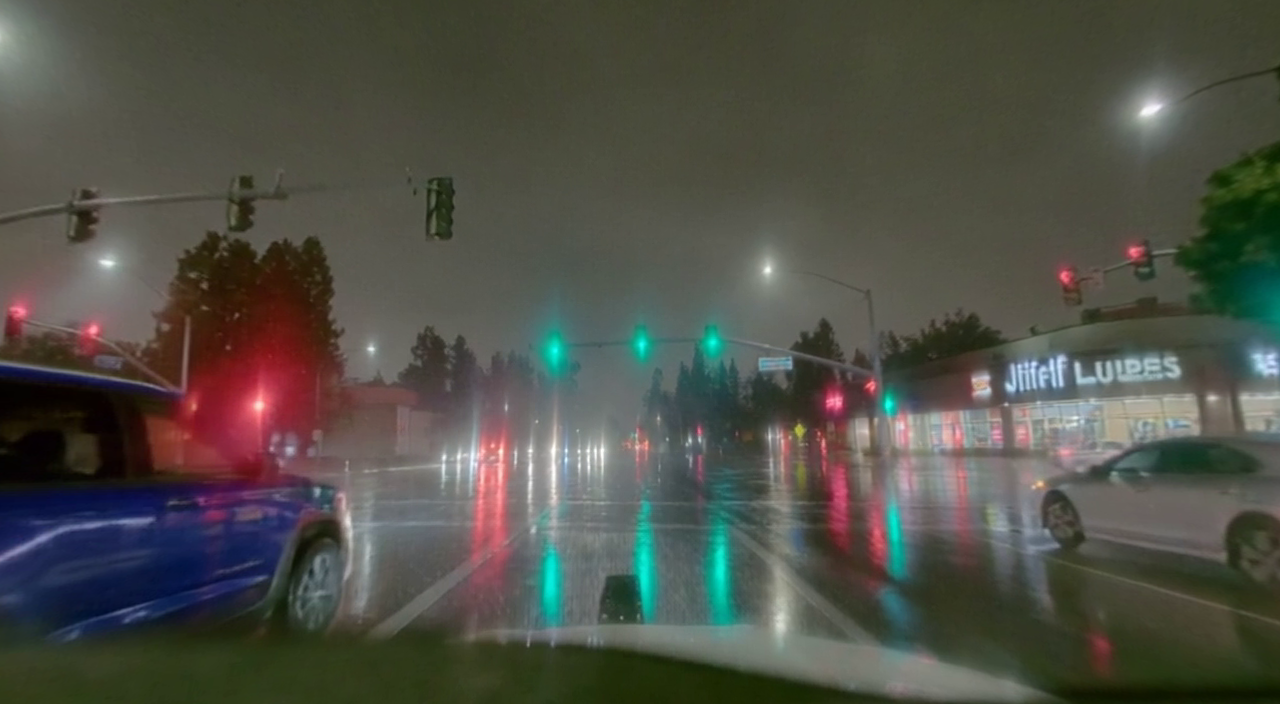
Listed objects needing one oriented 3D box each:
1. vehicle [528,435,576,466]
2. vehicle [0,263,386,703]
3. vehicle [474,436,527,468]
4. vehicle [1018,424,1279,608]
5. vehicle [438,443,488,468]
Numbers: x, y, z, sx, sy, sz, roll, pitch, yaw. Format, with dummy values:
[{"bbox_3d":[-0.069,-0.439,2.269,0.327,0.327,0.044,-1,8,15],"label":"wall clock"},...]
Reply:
[{"bbox_3d":[-5.457,6.222,40.035,2.384,1.787,5.038,0,-8,-1],"label":"vehicle"},{"bbox_3d":[-3.345,0.777,2.944,2.313,1.883,5.016,0,-9,-1],"label":"vehicle"},{"bbox_3d":[-8.445,6.120,38.776,2.273,1.791,4.809,0,-8,-1],"label":"vehicle"},{"bbox_3d":[6.162,1.475,6.143,1.972,1.476,4.775,0,-8,-1],"label":"vehicle"},{"bbox_3d":[-11.362,6.666,40.839,2.003,1.476,4.082,0,-8,1],"label":"vehicle"}]
